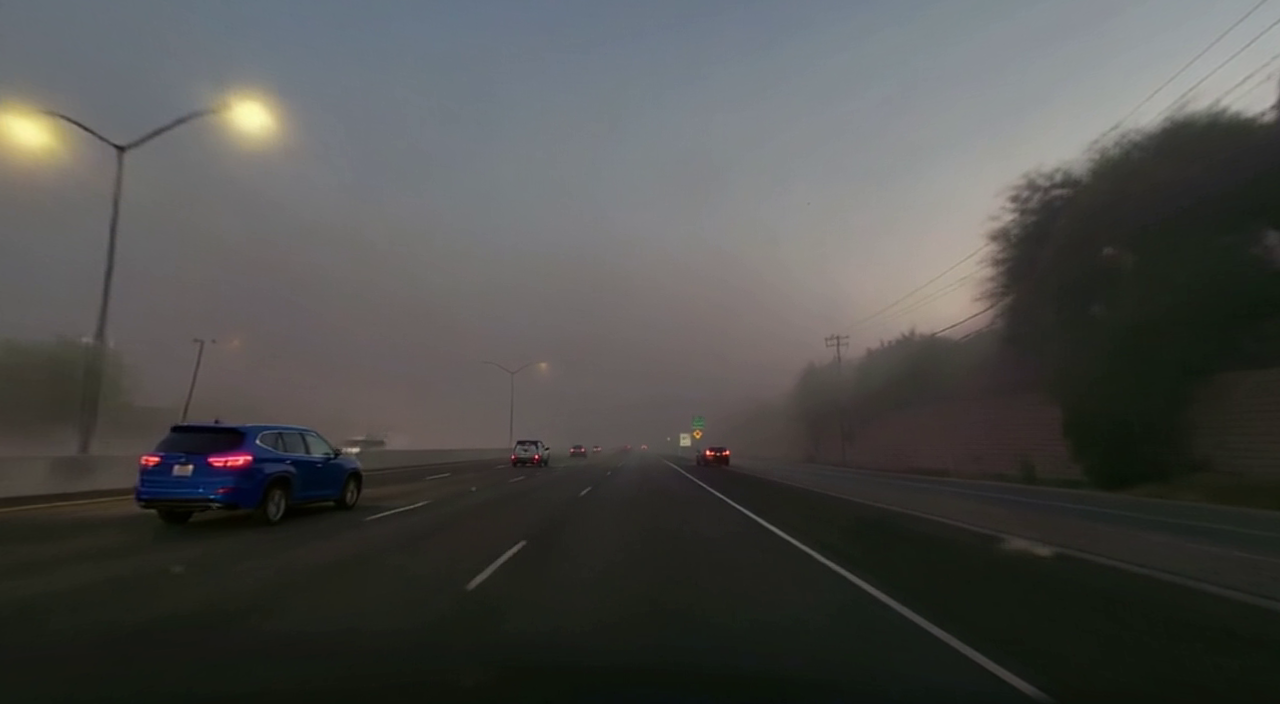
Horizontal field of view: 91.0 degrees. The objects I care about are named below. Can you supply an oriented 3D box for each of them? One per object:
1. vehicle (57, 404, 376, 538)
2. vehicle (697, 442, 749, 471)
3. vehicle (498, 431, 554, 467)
[{"bbox_3d":[-6.446,1.882,10.475,2.058,1.698,4.567,0,-9,0],"label":"vehicle"},{"bbox_3d":[4.645,5.938,35.989,2.251,1.520,4.550,1,-9,-1],"label":"vehicle"},{"bbox_3d":[-6.471,5.578,36.248,2.255,1.934,4.868,0,-9,0],"label":"vehicle"}]
